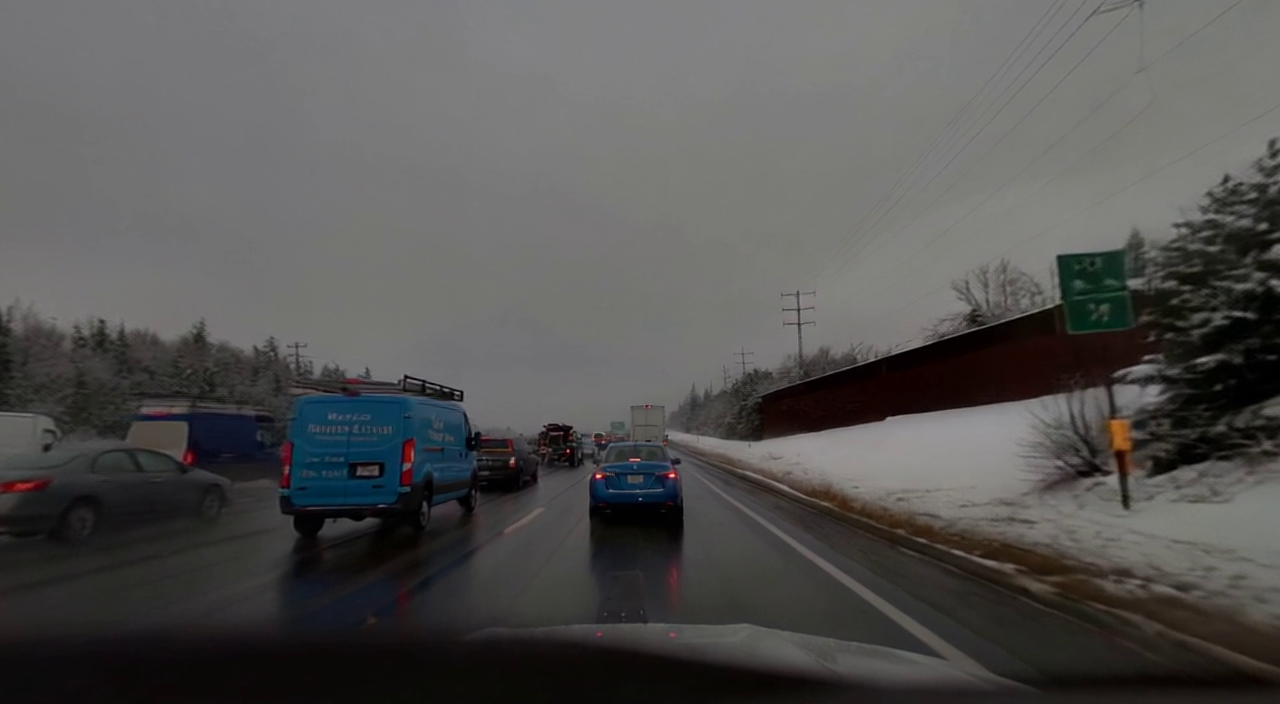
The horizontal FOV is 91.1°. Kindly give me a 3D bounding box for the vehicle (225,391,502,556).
[{"bbox_3d":[-3.819,1.788,9.867,2.142,1.952,4.556,0,-8,2],"label":"vehicle"}]

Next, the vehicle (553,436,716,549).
[{"bbox_3d":[-0.061,2.083,10.033,2.054,1.421,4.090,0,-8,0],"label":"vehicle"}]

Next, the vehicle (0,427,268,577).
[{"bbox_3d":[-7.392,1.825,8.425,1.933,1.506,4.504,0,-8,1],"label":"vehicle"}]

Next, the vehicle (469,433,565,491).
[{"bbox_3d":[-3.821,3.494,20.383,2.114,1.657,4.432,0,-8,1],"label":"vehicle"}]
